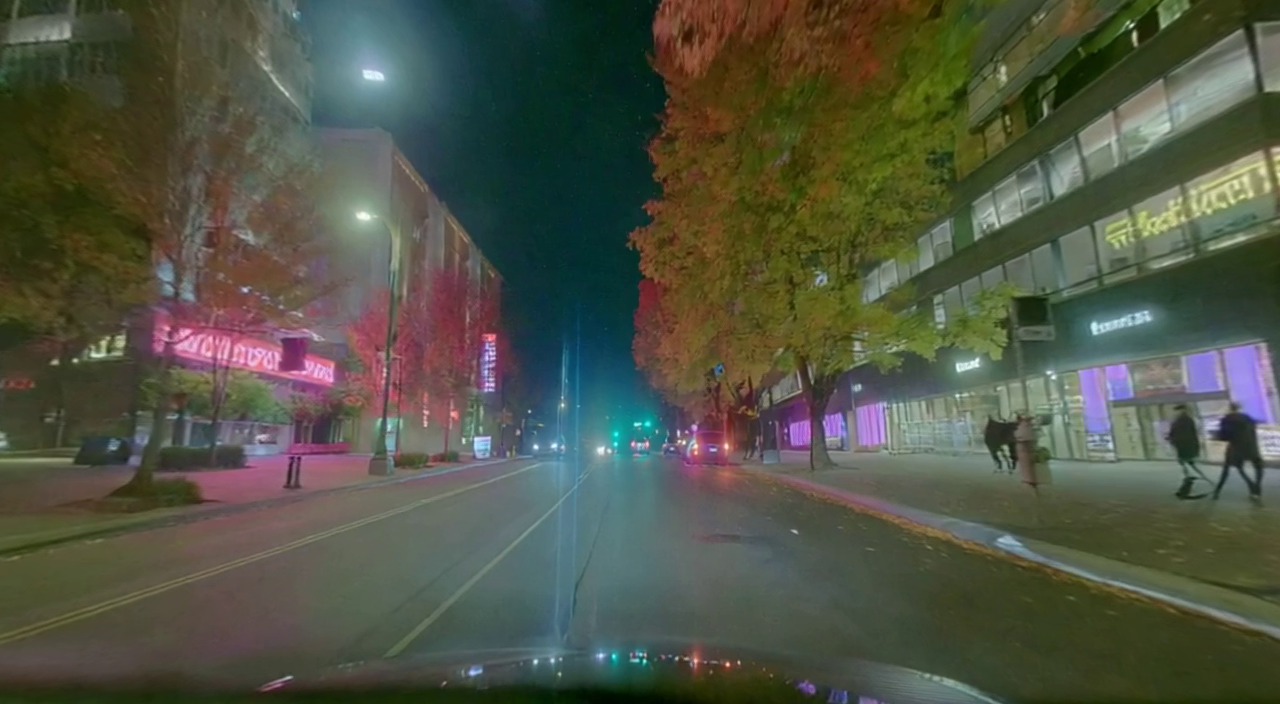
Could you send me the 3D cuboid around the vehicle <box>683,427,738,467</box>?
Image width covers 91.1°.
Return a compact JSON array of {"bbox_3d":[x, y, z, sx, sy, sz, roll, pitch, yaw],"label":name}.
[{"bbox_3d":[3.713,5.126,34.216,2.357,1.986,5.136,0,-8,-1],"label":"vehicle"}]
